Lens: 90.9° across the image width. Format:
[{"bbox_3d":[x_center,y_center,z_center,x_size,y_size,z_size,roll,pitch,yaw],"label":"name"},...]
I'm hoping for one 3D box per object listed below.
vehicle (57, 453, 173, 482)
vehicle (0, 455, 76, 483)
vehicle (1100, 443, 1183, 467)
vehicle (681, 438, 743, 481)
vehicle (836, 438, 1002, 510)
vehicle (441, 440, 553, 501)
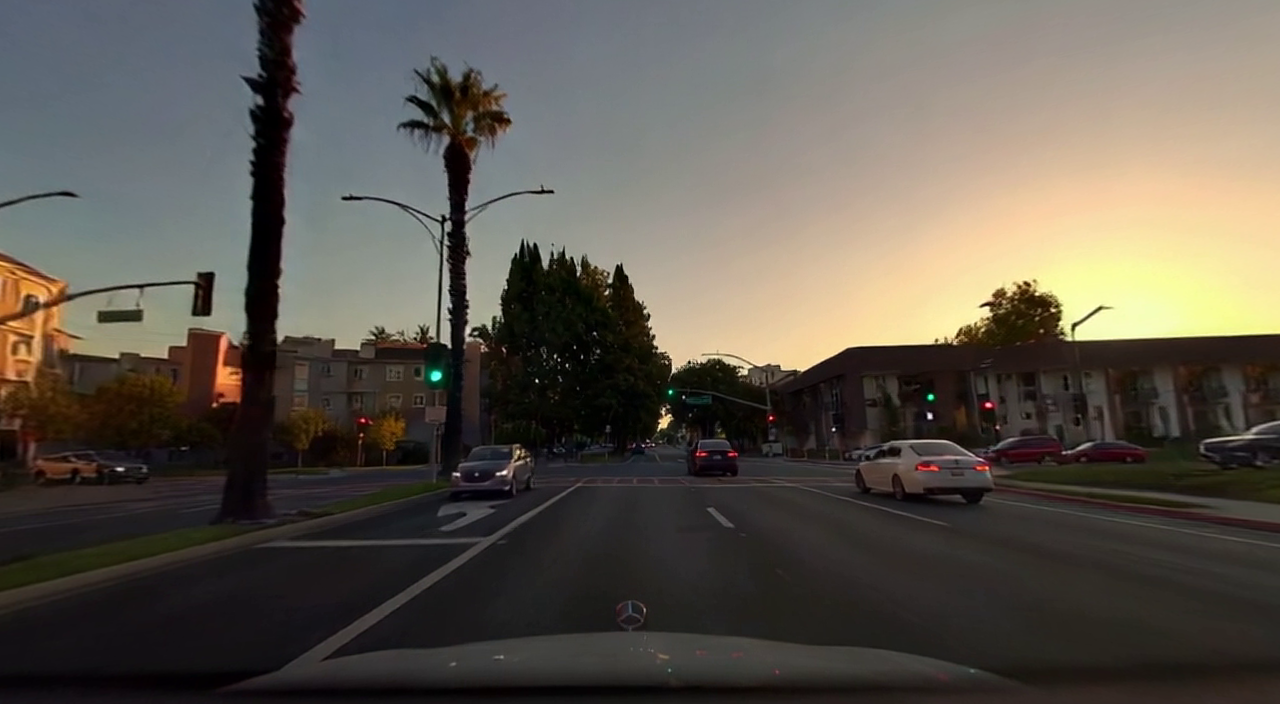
[{"bbox_3d":[-28.844,6.354,34.742,4.579,1.504,1.942,0,-9,-1],"label":"vehicle"},{"bbox_3d":[-34.266,6.470,34.892,4.268,1.476,1.802,0,-9,-1],"label":"vehicle"},{"bbox_3d":[33.085,6.783,41.648,3.822,1.501,1.908,0,-8,-2],"label":"vehicle"},{"bbox_3d":[2.914,4.479,26.504,2.009,1.639,4.267,0,-9,-1],"label":"vehicle"},{"bbox_3d":[6.447,2.848,15.246,1.890,1.471,4.566,0,-9,0],"label":"vehicle"},{"bbox_3d":[-3.840,3.261,17.787,2.037,1.472,4.152,0,-9,2],"label":"vehicle"}]
